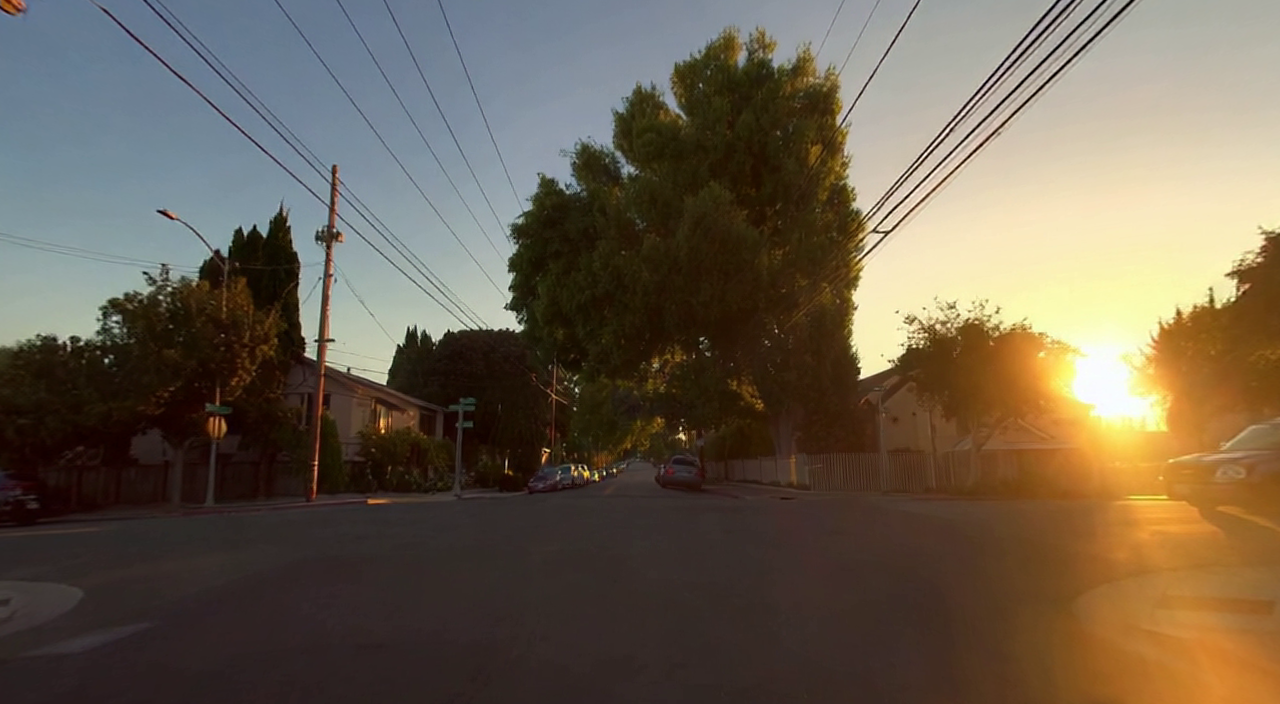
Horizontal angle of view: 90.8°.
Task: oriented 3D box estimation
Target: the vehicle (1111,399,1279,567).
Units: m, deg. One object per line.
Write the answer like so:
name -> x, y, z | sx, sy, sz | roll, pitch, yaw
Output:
vehicle -> 9.703, 1.685, 8.547 | 4.677, 1.949, 2.334 | -1, -8, 3

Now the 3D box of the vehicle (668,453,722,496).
vehicle -> 2.589, 5.957, 31.067 | 2.051, 1.874, 4.459 | 0, -8, -3

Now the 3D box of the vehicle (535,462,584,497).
vehicle -> -4.299, 6.933, 34.610 | 2.189, 1.771, 4.571 | 0, -10, -1
